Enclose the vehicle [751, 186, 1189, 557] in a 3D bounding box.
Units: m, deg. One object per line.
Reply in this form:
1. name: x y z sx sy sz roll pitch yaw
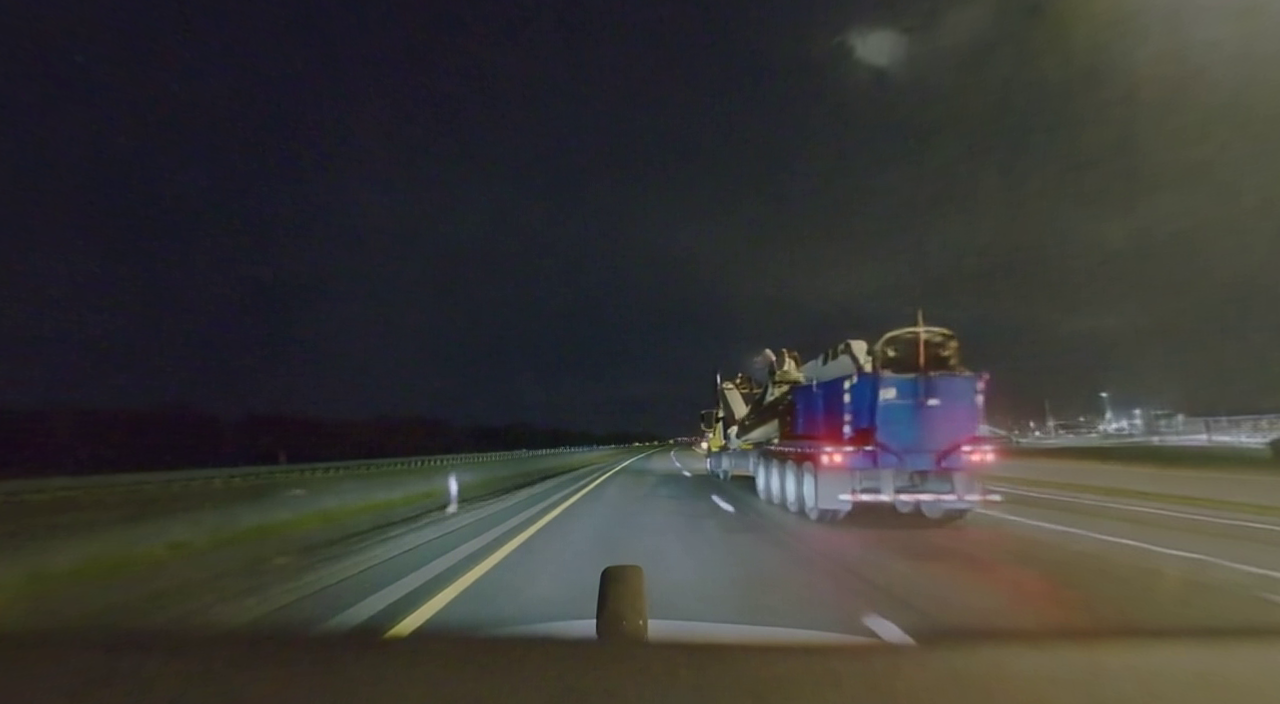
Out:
1. vehicle: 3.975 0.617 9.952 3.279 3.956 6.541 0 -9 1
